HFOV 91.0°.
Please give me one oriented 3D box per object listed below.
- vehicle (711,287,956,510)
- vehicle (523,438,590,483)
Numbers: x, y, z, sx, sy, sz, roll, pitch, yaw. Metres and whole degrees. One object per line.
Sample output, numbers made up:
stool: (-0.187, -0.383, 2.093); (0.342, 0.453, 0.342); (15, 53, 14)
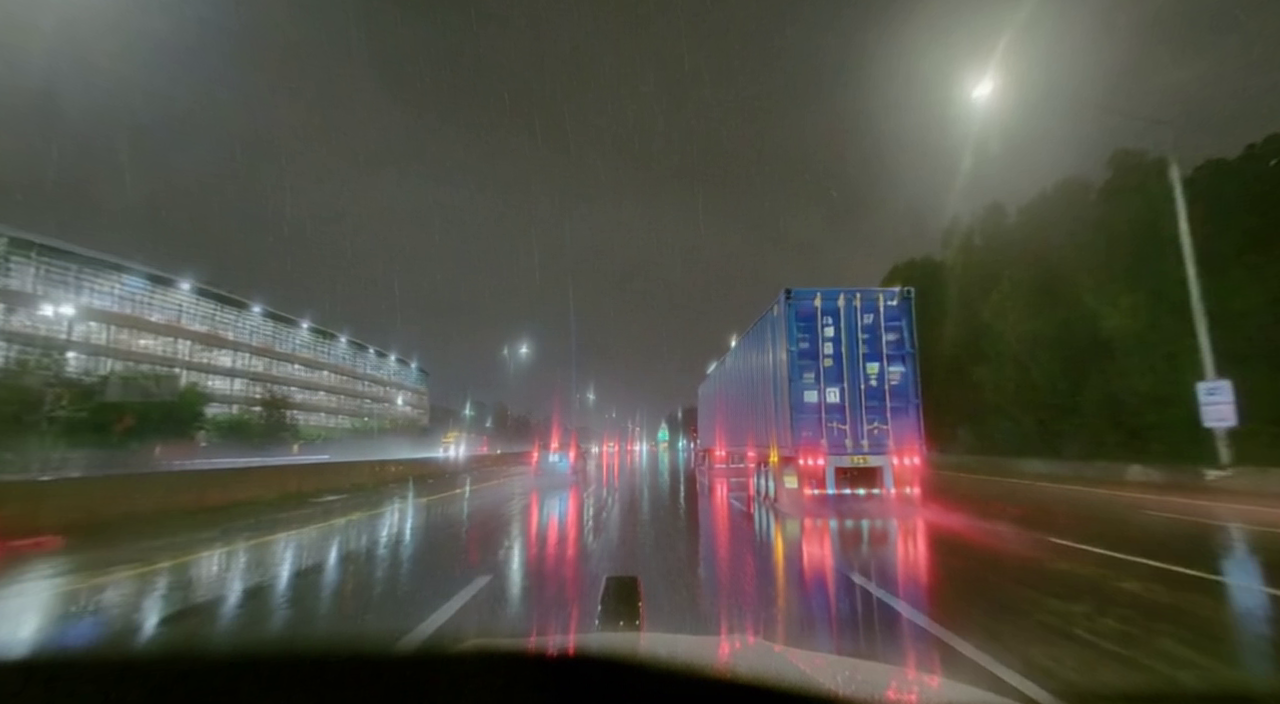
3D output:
vehicle: (4.199, 1.793, 18.094); (2.893, 3.992, 13.605); (-1, -8, 1)
vehicle: (-3.028, 4.033, 23.728); (1.954, 1.528, 4.010); (0, -8, 0)
